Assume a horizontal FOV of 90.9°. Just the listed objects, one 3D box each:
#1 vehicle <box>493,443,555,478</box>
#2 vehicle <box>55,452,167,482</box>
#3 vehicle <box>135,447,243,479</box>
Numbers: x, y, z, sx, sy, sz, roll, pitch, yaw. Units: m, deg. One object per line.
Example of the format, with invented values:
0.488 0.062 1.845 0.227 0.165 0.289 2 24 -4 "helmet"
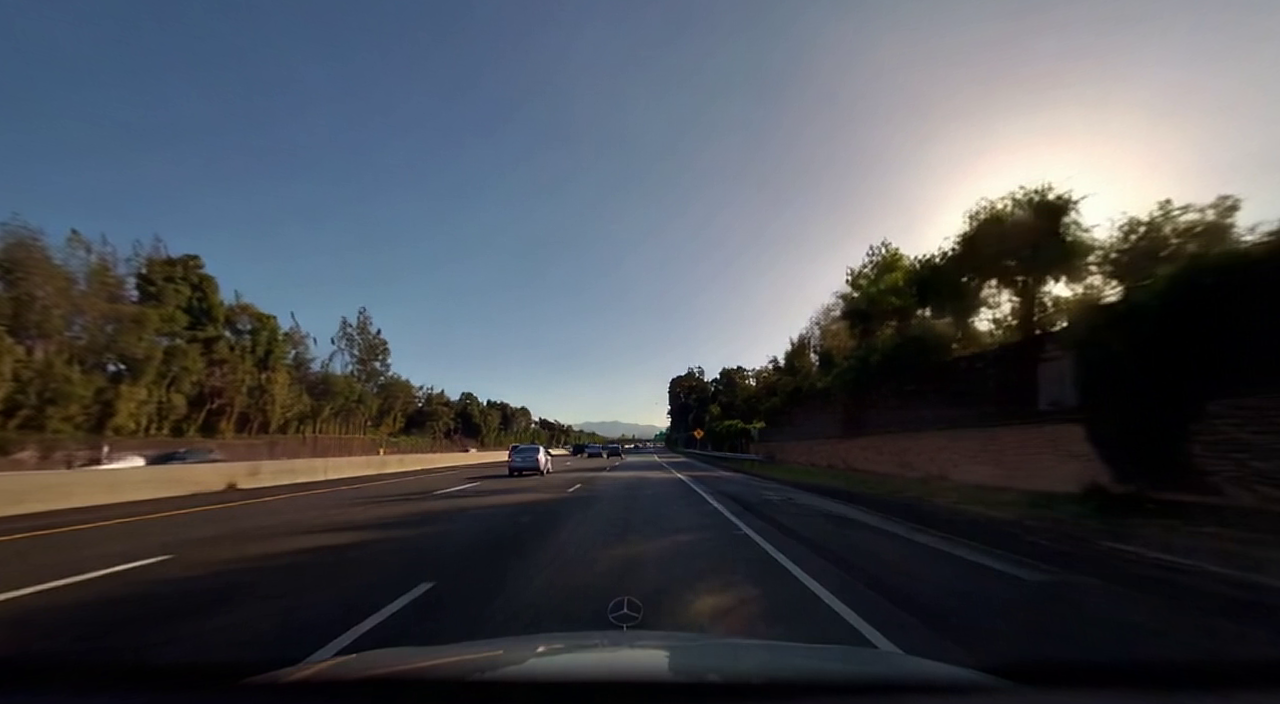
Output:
-5.405 5.099 30.033 2.081 1.514 4.943 0 -8 0 "vehicle"
-31.592 6.835 37.905 2.112 1.614 5.219 0 -8 2 "vehicle"
-24.056 5.897 33.942 1.912 1.541 5.158 0 -8 1 "vehicle"
